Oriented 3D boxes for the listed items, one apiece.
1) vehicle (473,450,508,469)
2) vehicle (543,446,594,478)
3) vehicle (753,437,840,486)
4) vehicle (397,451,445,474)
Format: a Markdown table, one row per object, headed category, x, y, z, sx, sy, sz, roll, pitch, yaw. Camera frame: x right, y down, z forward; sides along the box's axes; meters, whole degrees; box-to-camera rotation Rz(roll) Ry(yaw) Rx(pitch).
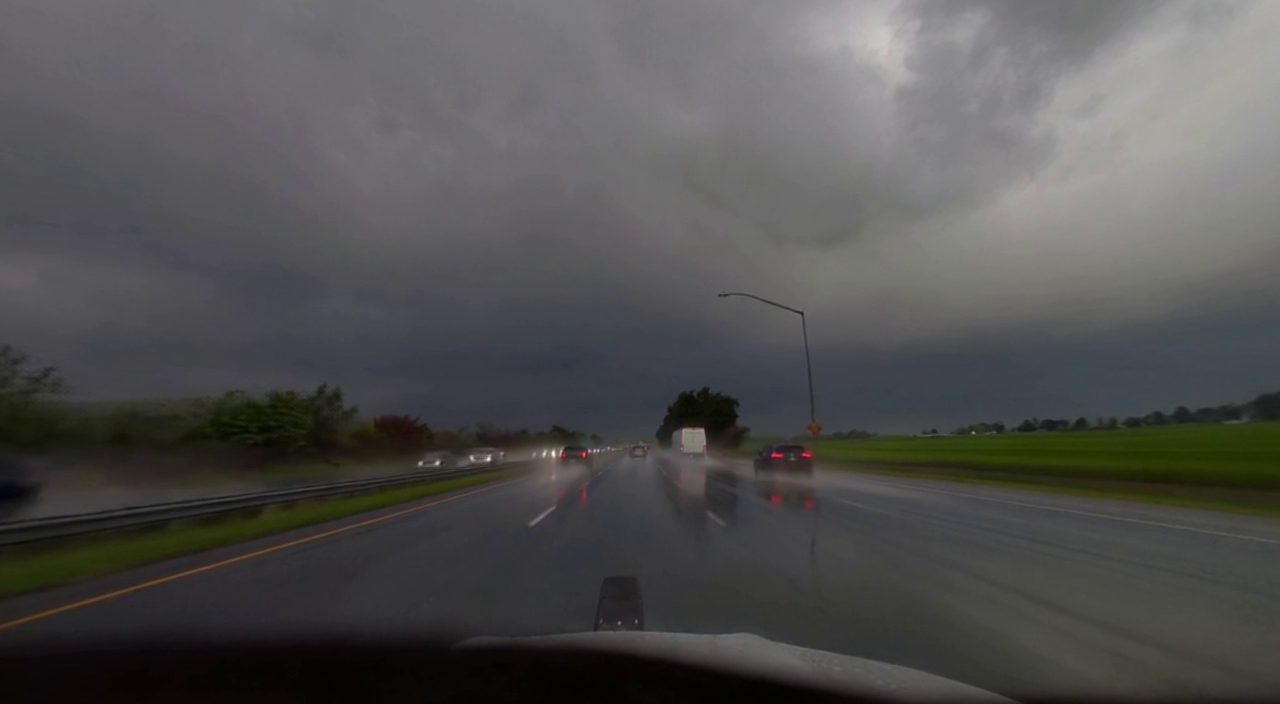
| category | x | y | z | sx | sy | sz | roll | pitch | yaw |
| --- | --- | --- | --- | --- | --- | --- | --- | --- | --- |
| vehicle | -11.724 | 8.436 | 49.477 | 1.775 | 1.434 | 3.718 | 0 | -9 | 1 |
| vehicle | -3.642 | 5.718 | 33.010 | 2.160 | 1.530 | 4.500 | 0 | -9 | 0 |
| vehicle | 5.781 | 4.109 | 23.889 | 2.069 | 1.625 | 4.832 | 0 | -9 | 0 |
| vehicle | -15.425 | 7.780 | 44.488 | 1.850 | 1.465 | 4.240 | 0 | -9 | 0 |
